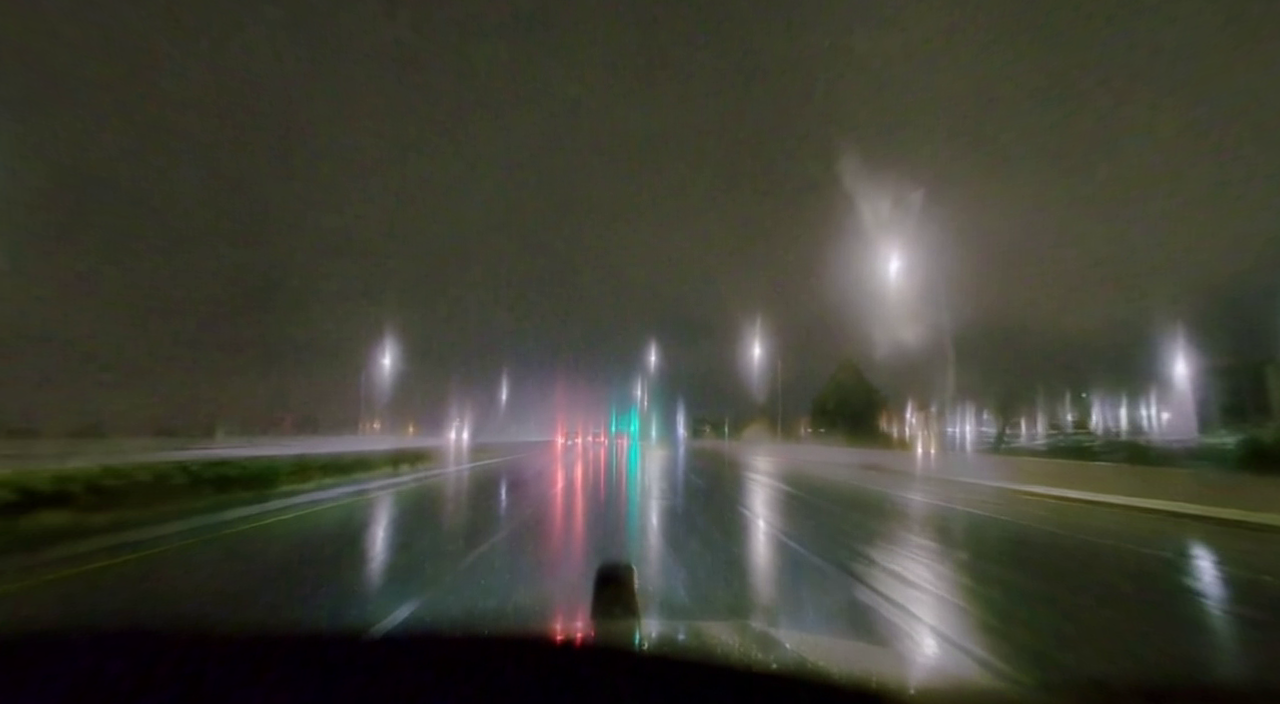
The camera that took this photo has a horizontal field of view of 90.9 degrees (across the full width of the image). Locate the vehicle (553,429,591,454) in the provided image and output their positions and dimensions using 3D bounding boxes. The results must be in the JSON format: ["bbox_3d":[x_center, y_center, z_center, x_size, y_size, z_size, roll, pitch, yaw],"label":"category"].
[{"bbox_3d":[-4.428,5.889,41.654,2.062,1.591,4.156,0,-7,-1],"label":"vehicle"}]
